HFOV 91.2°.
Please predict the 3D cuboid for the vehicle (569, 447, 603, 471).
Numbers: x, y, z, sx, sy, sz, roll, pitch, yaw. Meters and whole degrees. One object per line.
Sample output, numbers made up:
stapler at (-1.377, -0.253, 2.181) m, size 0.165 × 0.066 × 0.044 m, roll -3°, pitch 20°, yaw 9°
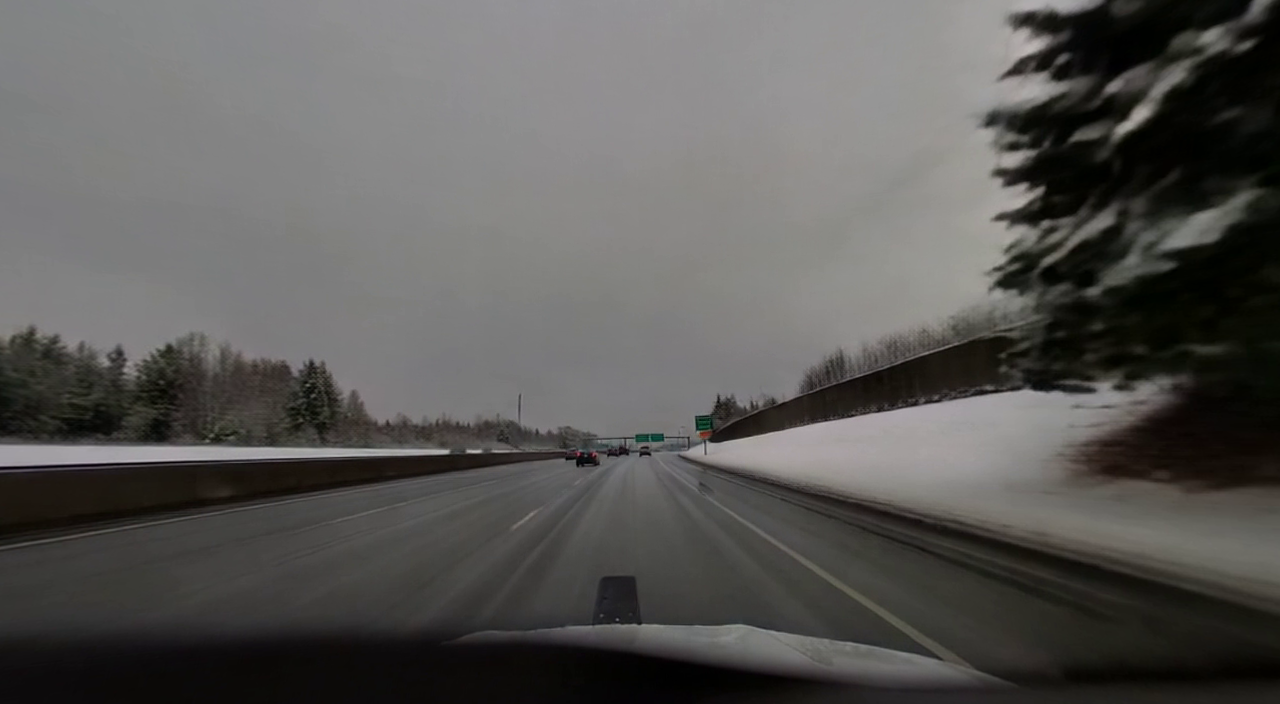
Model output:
vehicle at (-3.503, 7.020, 41.316) m, size 1.895 × 1.482 × 3.852 m, roll 0°, pitch -9°, yaw 0°
